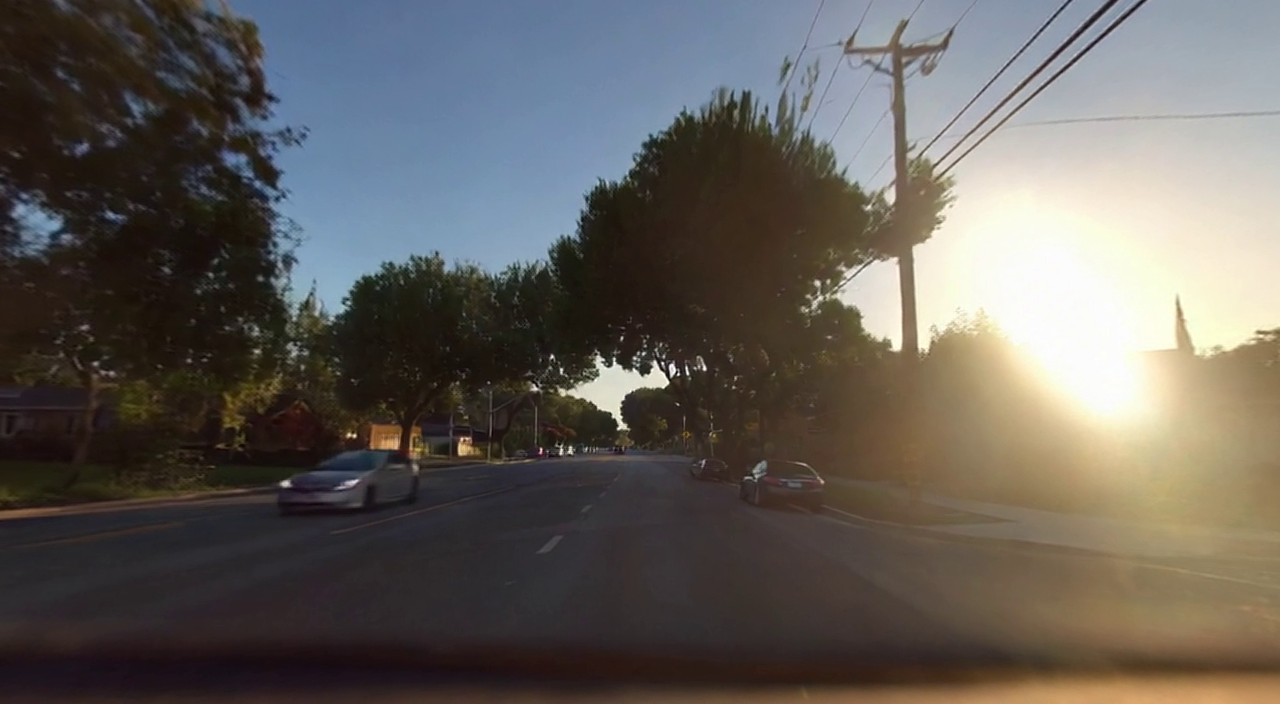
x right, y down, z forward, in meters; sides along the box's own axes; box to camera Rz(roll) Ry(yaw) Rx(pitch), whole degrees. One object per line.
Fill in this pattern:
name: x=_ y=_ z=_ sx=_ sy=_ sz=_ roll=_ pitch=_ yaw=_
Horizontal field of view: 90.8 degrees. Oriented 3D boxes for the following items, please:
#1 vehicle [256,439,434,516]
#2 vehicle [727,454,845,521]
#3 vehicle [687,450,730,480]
vehicle: x=-6.535 y=2.803 z=14.666 sx=2.049 sy=1.494 sz=4.226 roll=0 pitch=-9 yaw=0
vehicle: x=3.777 y=3.577 z=17.290 sx=2.031 sy=1.500 sz=4.590 roll=1 pitch=-9 yaw=-1
vehicle: x=4.034 y=6.746 z=38.037 sx=2.020 sy=1.690 sz=4.621 roll=1 pitch=-9 yaw=-1
